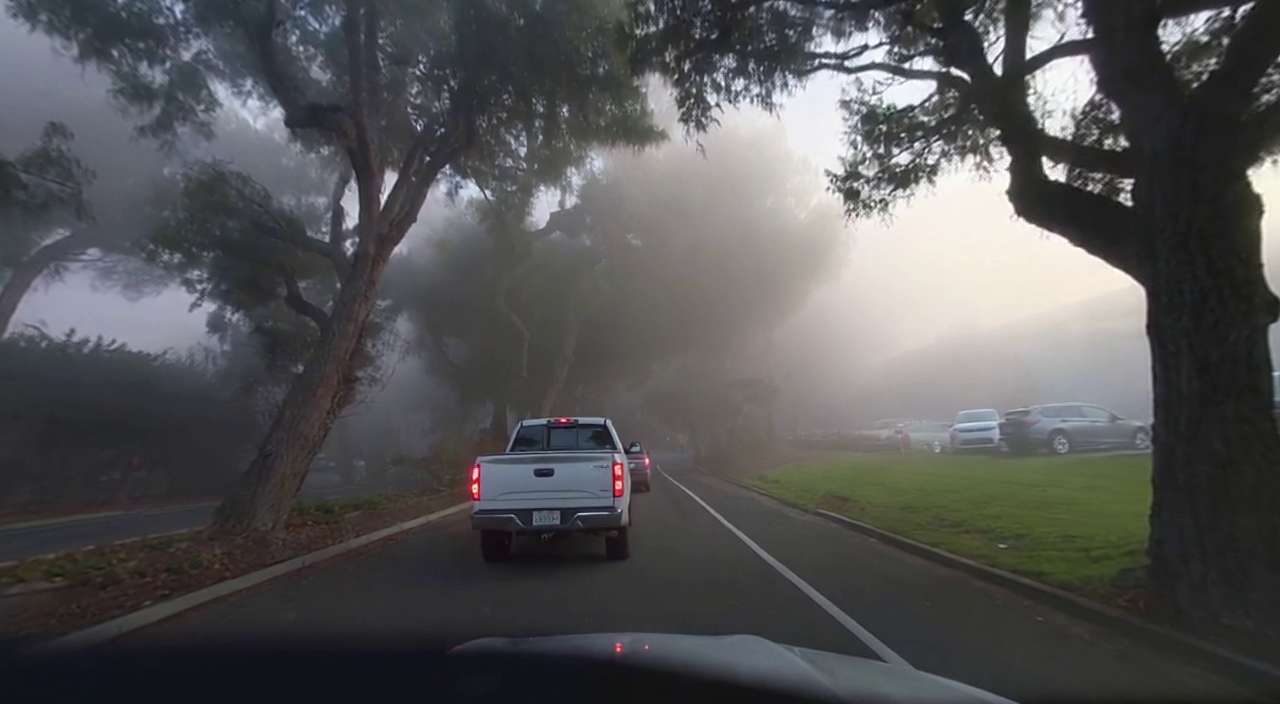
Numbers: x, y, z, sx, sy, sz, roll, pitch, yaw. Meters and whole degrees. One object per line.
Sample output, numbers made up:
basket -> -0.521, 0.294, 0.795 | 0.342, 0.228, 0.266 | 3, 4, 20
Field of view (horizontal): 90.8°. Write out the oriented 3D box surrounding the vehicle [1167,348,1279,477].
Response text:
vehicle -> 12.560, 1.122, 10.636 | 5.191, 1.983, 2.335 | 1, -8, 2

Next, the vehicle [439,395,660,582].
vehicle -> -0.834, 1.703, 8.773 | 2.157, 1.816, 5.039 | 0, -8, 1
